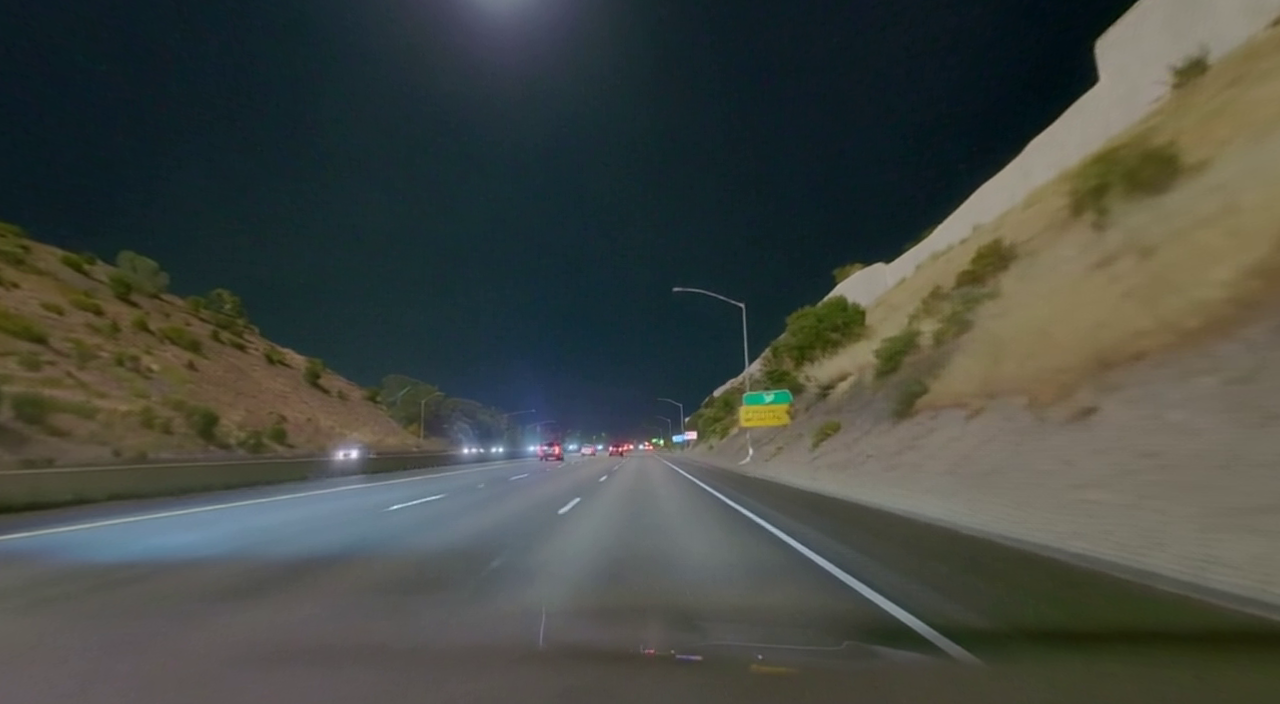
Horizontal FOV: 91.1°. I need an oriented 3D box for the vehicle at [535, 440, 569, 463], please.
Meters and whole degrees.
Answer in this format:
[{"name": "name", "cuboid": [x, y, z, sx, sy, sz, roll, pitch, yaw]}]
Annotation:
[{"name": "vehicle", "cuboid": [-6.712, 7.666, 48.423, 1.972, 1.660, 4.254, 0, -9, 1]}]
